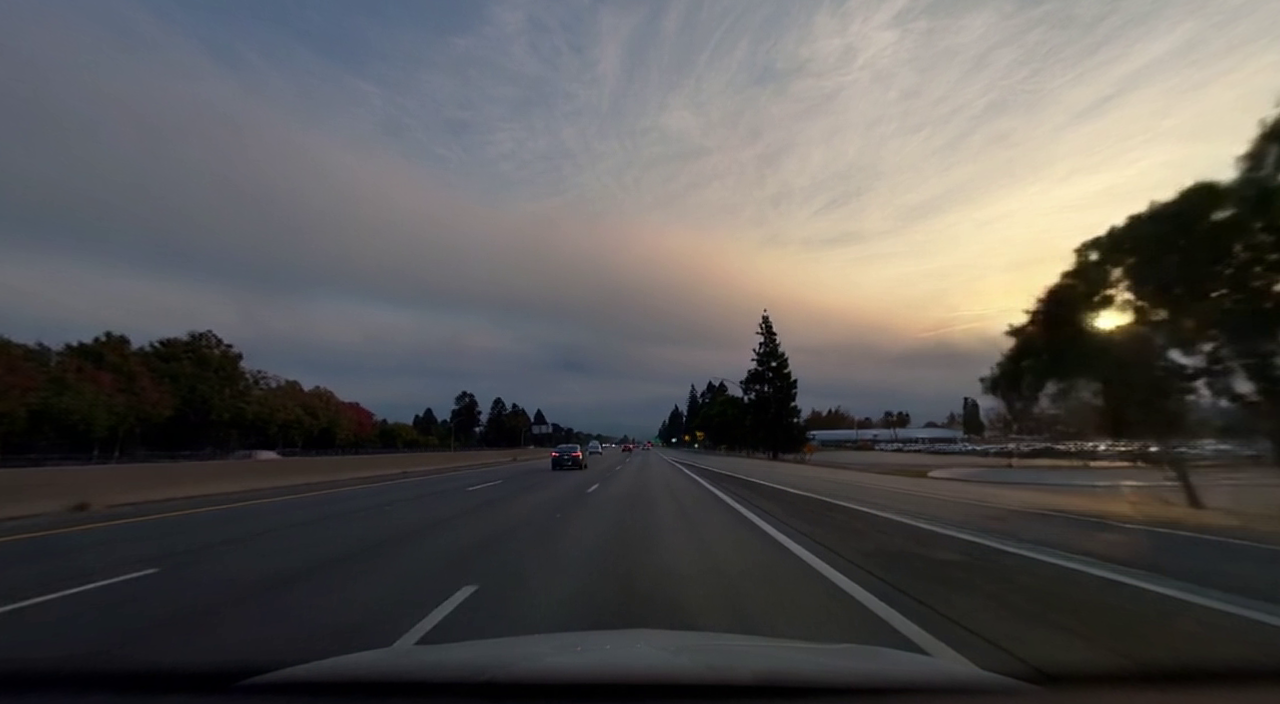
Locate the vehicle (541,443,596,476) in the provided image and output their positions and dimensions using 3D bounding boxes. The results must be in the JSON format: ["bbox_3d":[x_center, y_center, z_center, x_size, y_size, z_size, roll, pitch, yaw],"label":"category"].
[{"bbox_3d":[-3.359,5.171,30.522,2.128,1.450,4.078,0,-9,1],"label":"vehicle"}]

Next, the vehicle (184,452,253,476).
[{"bbox_3d":[-27.891,7.392,41.894,1.723,1.434,4.095,0,-9,0],"label":"vehicle"}]
